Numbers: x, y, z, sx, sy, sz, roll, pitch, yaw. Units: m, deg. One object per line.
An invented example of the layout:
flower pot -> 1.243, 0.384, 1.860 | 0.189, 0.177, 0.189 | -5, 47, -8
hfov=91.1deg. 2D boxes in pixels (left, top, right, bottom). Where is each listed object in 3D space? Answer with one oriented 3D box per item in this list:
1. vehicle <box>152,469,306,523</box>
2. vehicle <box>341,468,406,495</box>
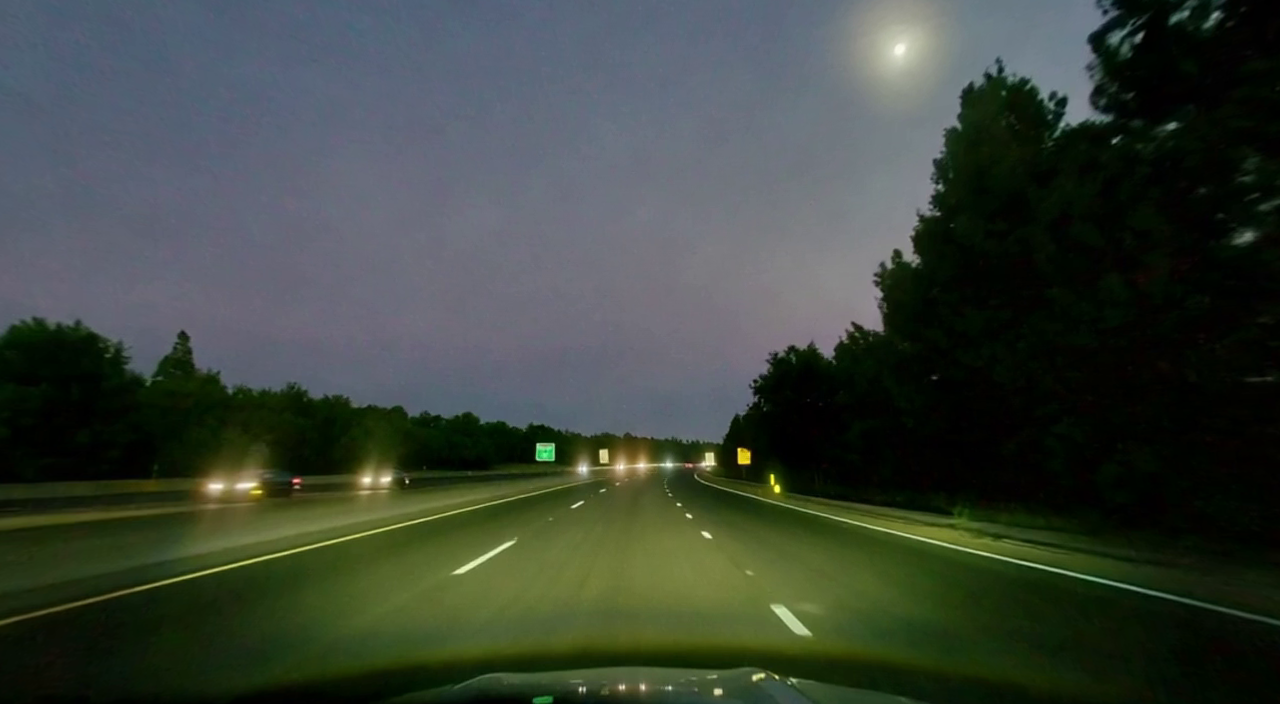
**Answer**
vehicle -> -12.832, 4.493, 20.019 | 1.892, 1.467, 4.340 | 1, -10, 1
vehicle -> -16.099, 7.809, 38.182 | 1.895, 1.476, 4.539 | 1, -10, 1
